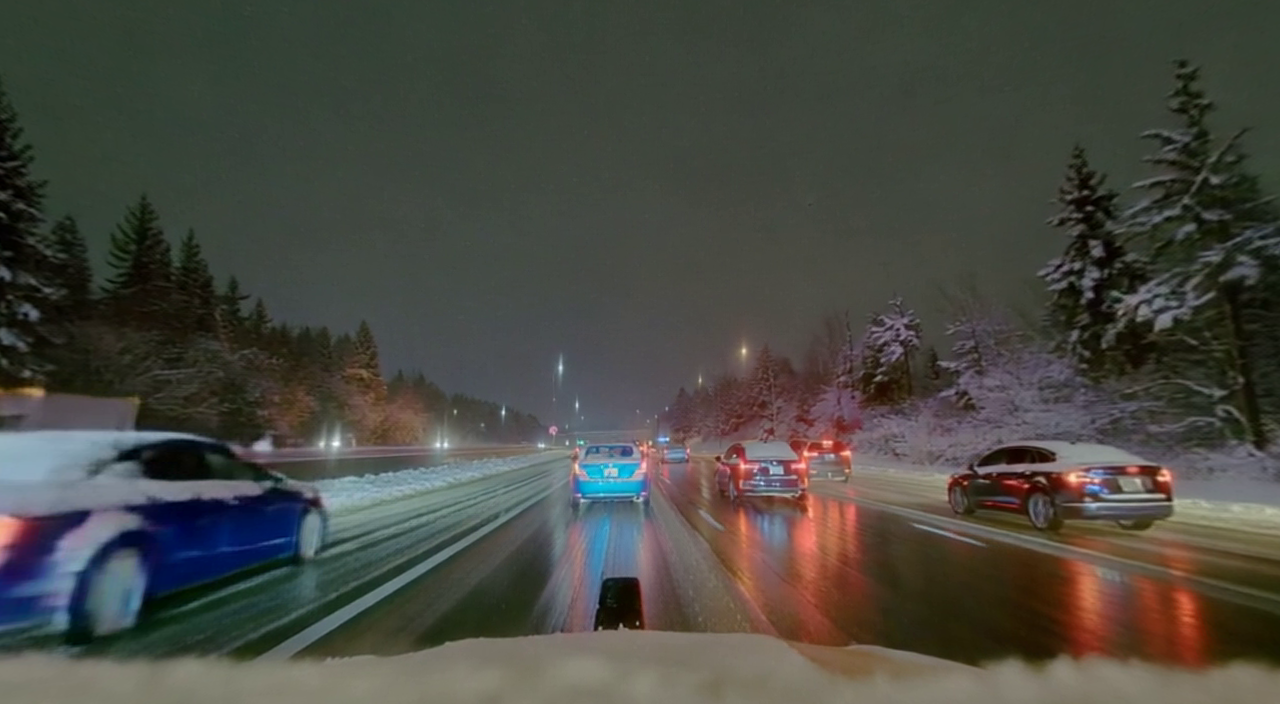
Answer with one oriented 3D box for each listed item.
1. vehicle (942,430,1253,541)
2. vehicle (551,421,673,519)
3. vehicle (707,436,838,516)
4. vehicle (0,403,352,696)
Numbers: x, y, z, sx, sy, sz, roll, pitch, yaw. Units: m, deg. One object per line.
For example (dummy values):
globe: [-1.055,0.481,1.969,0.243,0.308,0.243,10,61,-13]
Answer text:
vehicle: [8.083,2.374,11.910,2.106,1.641,4.671,1,-9,-5]
vehicle: [-0.544,2.406,13.264,2.181,1.728,3.970,1,-9,-2]
vehicle: [2.829,2.761,14.506,1.975,1.532,4.227,1,-9,-2]
vehicle: [-4.429,1.275,4.864,2.071,1.537,4.912,0,-9,0]
